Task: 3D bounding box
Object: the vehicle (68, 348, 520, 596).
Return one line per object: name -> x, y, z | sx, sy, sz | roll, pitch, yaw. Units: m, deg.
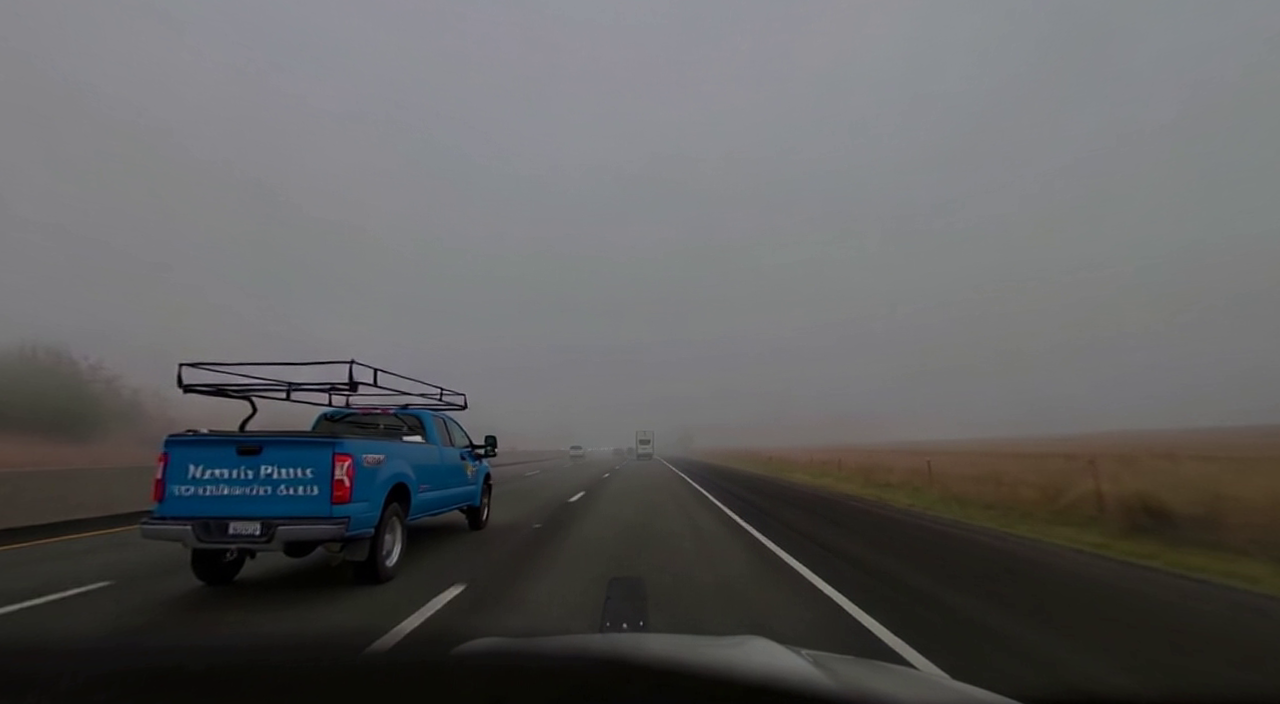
vehicle -> -3.889, 1.602, 9.350 | 2.791, 2.330, 6.725 | 0, -8, 1
